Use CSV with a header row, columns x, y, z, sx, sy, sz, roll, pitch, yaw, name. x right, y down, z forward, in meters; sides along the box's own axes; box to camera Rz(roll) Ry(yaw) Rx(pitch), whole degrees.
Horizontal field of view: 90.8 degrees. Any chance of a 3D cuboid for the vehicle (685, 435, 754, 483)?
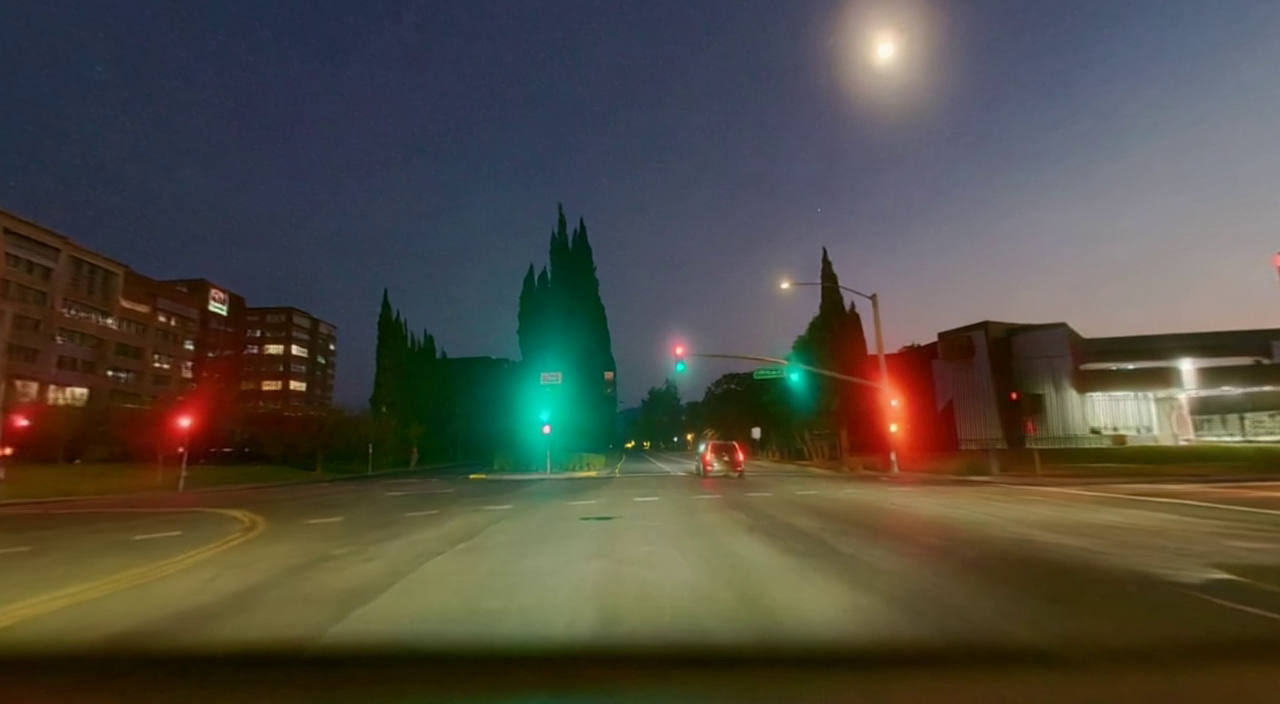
x,y,z,sx,sy,sz,roll,pitch,yaw,name
3.192,4.404,26.285,2.095,1.759,4.862,0,-9,-2,vehicle
